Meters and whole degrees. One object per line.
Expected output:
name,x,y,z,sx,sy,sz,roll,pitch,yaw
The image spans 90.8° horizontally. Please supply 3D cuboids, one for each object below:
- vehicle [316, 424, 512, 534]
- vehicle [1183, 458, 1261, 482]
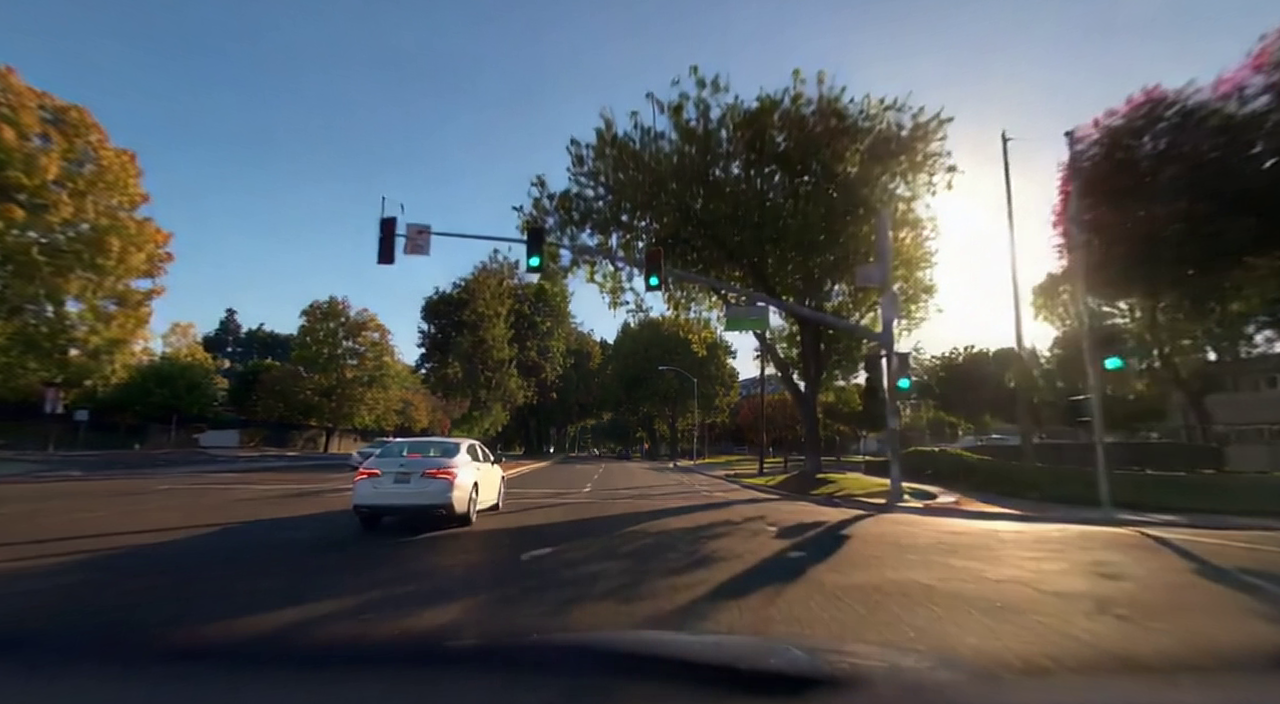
vehicle,-3.624,2.120,11.114,1.915,1.521,4.283,1,-9,-1
vehicle,39.548,7.989,43.045,1.771,1.465,3.841,0,-9,4
